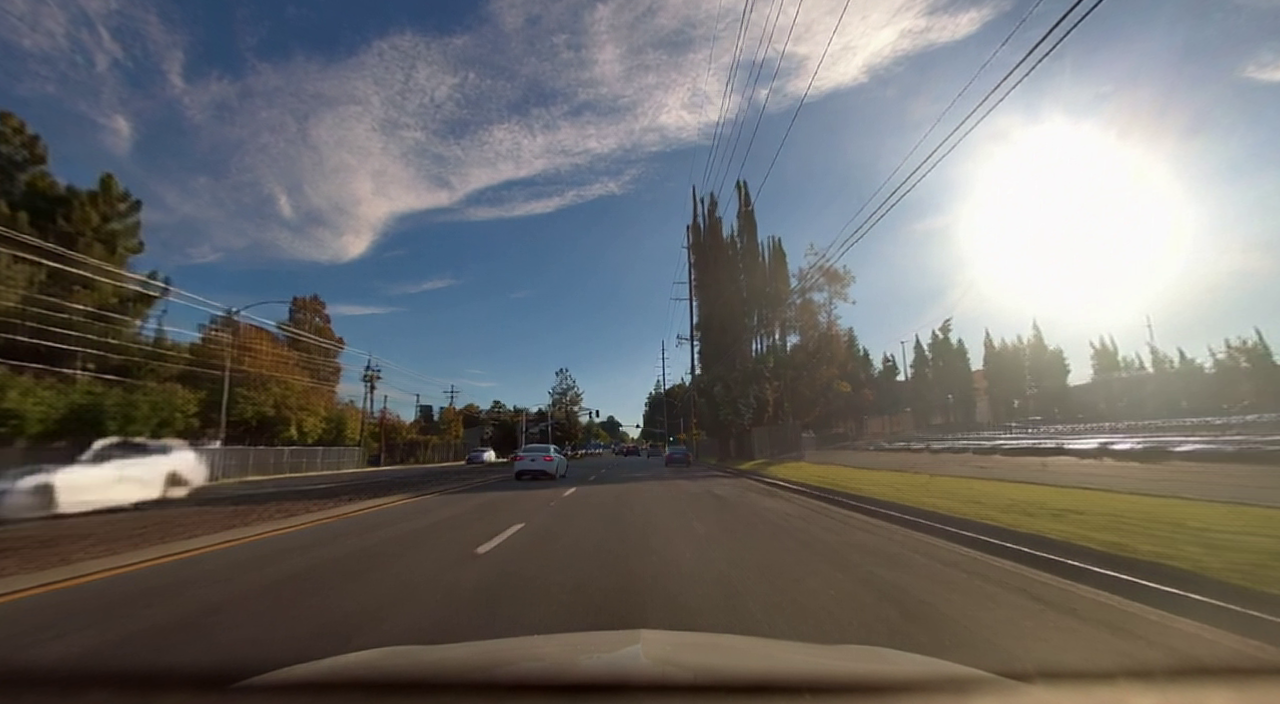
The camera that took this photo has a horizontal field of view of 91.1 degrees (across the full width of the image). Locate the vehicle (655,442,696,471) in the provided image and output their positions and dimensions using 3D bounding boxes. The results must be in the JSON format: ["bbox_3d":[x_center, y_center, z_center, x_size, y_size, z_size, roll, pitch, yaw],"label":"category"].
[{"bbox_3d":[1.900,5.779,34.809,2.059,1.486,3.980,0,-8,0],"label":"vehicle"}]

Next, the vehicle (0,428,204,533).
[{"bbox_3d":[-12.188,2.599,13.304,2.090,1.815,5.244,0,-8,0],"label":"vehicle"}]

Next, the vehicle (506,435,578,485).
[{"bbox_3d":[-3.619,4.064,23.962,1.950,1.692,4.397,-1,-8,1],"label":"vehicle"}]

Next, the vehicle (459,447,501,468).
[{"bbox_3d":[-12.587,8.277,49.626,2.028,1.534,4.589,-1,-8,1],"label":"vehicle"}]
